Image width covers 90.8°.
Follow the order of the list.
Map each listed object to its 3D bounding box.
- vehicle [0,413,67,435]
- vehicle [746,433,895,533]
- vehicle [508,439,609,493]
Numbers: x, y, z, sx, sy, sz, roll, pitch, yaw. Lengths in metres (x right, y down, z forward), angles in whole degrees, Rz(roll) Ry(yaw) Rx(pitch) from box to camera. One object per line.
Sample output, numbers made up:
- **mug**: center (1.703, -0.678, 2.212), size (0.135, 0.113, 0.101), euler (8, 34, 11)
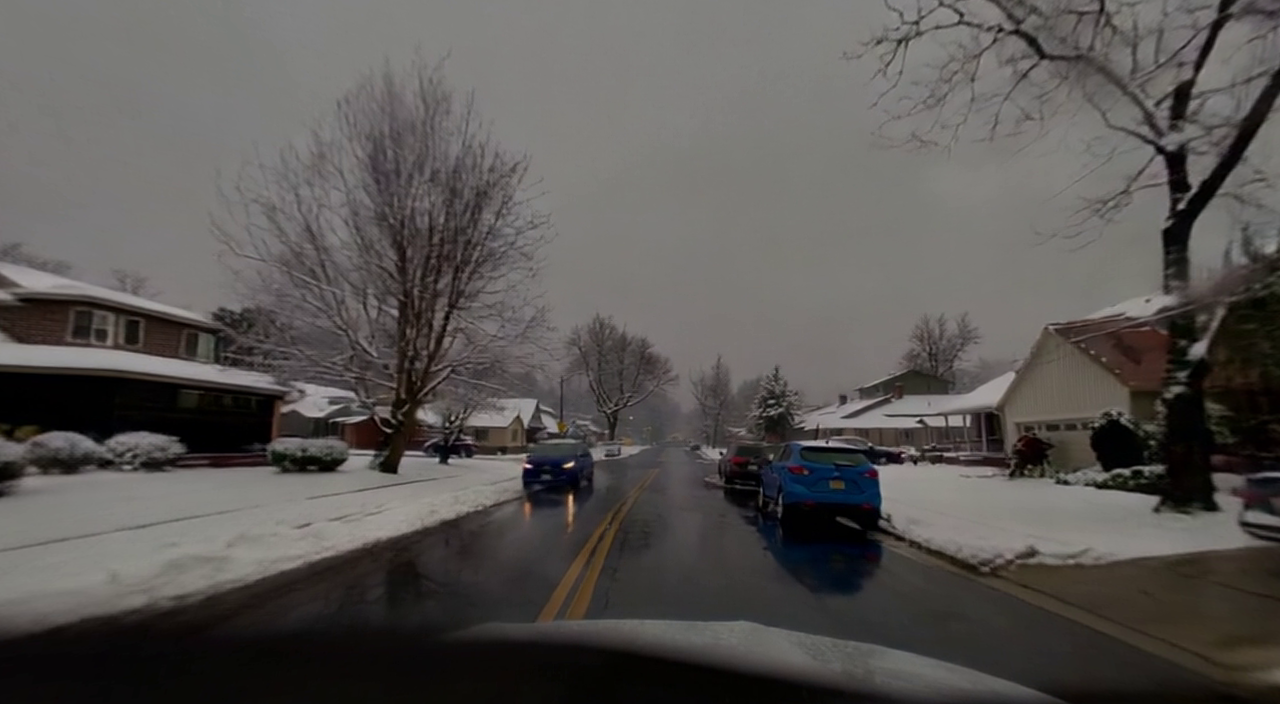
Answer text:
- **vehicle**: center (-44.900, 5.221, 45.756), size (4.673, 1.515, 2.182), euler (0, -9, 3)
- **vehicle**: center (3.404, 2.521, 12.793), size (1.822, 1.668, 4.147), euler (0, -9, 1)
- **vehicle**: center (-2.750, 4.053, 22.927), size (2.278, 1.704, 5.321), euler (-1, -9, 8)
